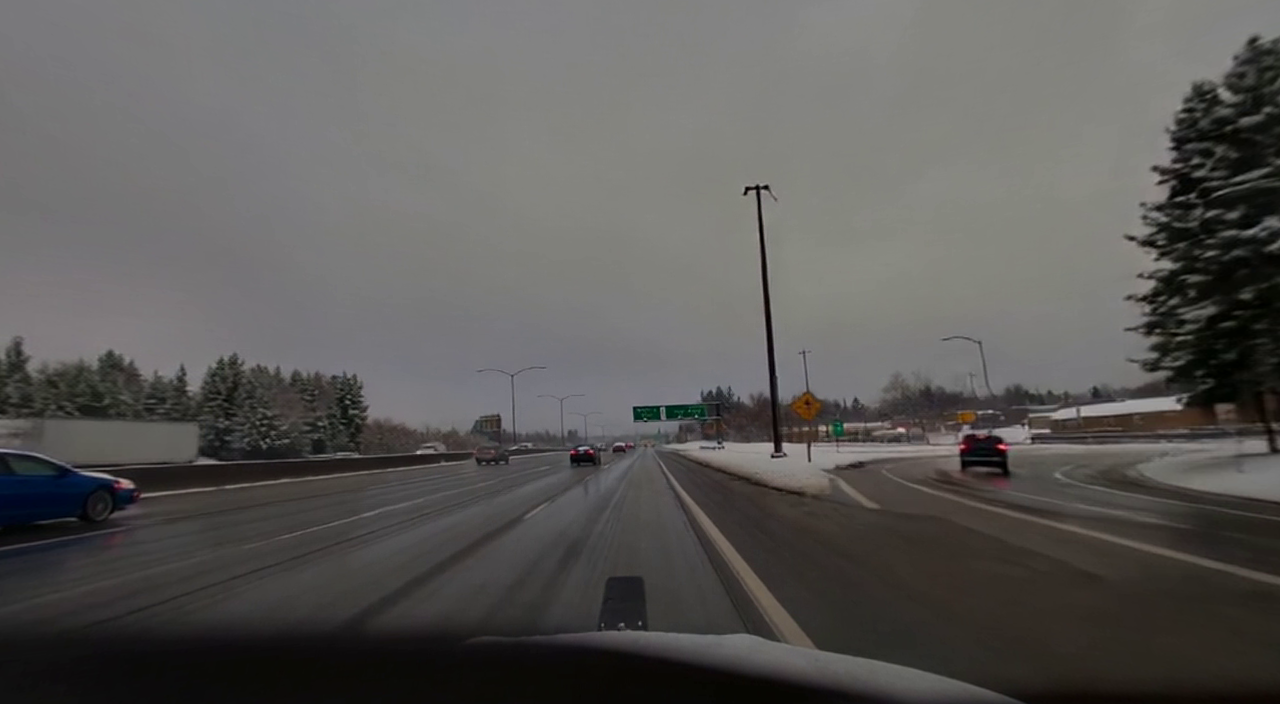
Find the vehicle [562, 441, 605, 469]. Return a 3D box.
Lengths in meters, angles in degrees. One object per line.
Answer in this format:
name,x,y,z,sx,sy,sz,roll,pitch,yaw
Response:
vehicle,-3.190,5.933,36.662,2.050,1.479,4.342,0,-8,1

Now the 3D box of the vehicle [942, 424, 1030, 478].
vehicle,12.936,3.724,23.891,2.127,1.815,4.777,-3,-9,20

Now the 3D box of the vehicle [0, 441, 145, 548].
vehicle,-10.197,2.067,9.161,2.002,1.526,4.822,0,-8,1

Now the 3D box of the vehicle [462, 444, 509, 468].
vehicle,-9.940,6.701,40.877,1.930,1.490,3.955,0,-8,1
